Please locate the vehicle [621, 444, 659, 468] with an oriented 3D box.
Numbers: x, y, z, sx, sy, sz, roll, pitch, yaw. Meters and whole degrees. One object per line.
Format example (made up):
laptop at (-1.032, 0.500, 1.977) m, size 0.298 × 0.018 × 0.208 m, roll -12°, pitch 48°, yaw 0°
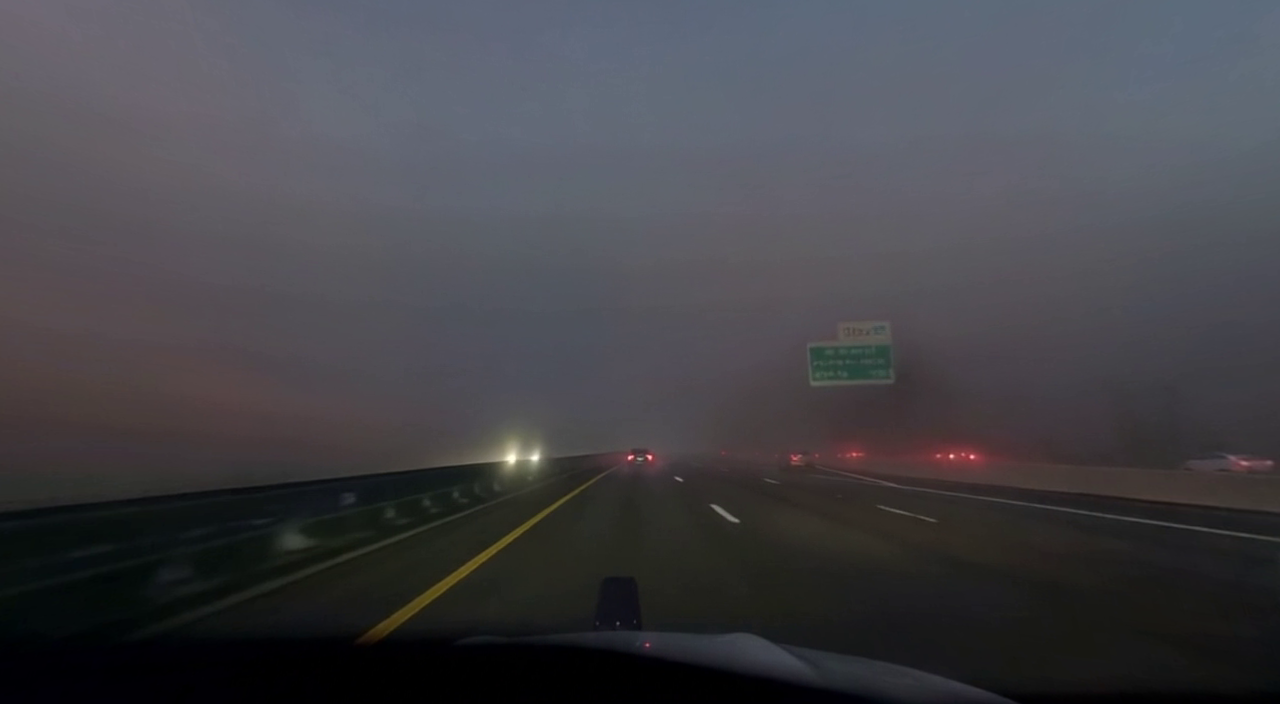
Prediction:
vehicle at (0.047, 7.209, 43.594) m, size 2.084 × 1.594 × 4.219 m, roll -2°, pitch -9°, yaw 8°
